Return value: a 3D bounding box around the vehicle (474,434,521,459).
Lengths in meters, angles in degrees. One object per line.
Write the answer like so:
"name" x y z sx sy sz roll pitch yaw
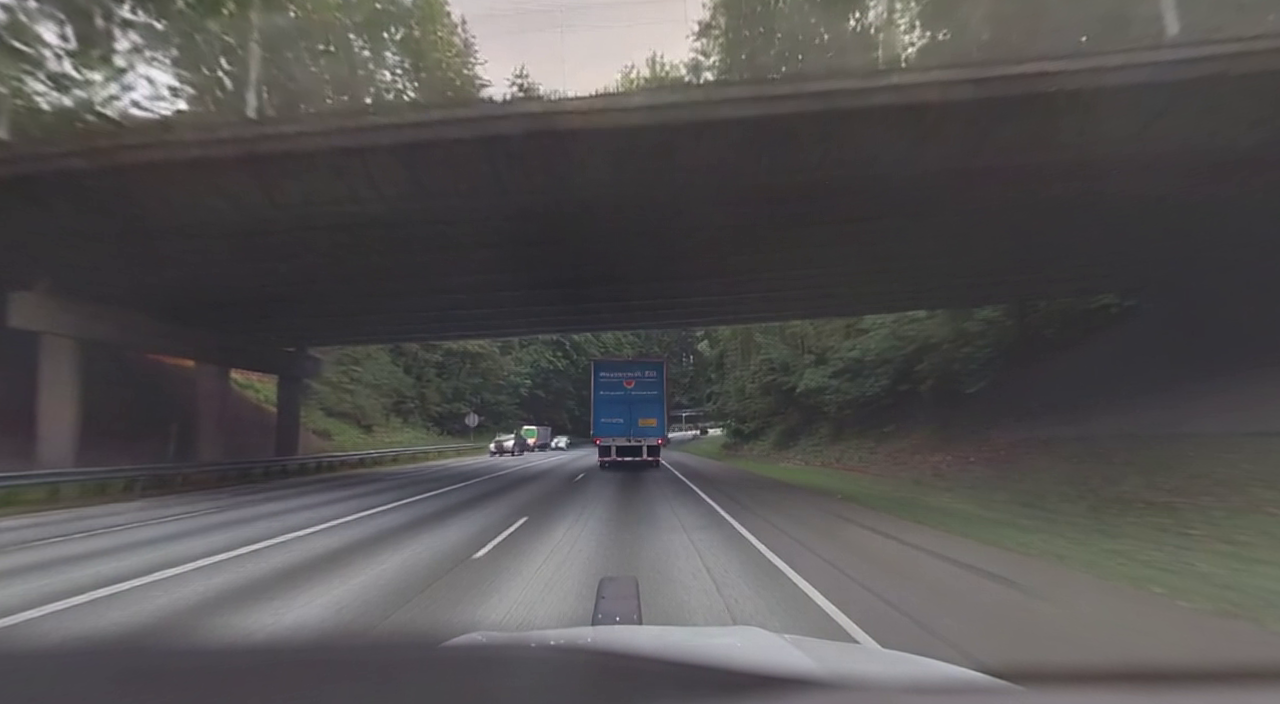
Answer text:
"vehicle" -8.637 5.720 38.455 1.889 1.432 4.287 0 -8 0

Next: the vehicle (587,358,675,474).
"vehicle" -0.517 2.779 26.102 2.895 3.861 10.213 0 -8 -2
